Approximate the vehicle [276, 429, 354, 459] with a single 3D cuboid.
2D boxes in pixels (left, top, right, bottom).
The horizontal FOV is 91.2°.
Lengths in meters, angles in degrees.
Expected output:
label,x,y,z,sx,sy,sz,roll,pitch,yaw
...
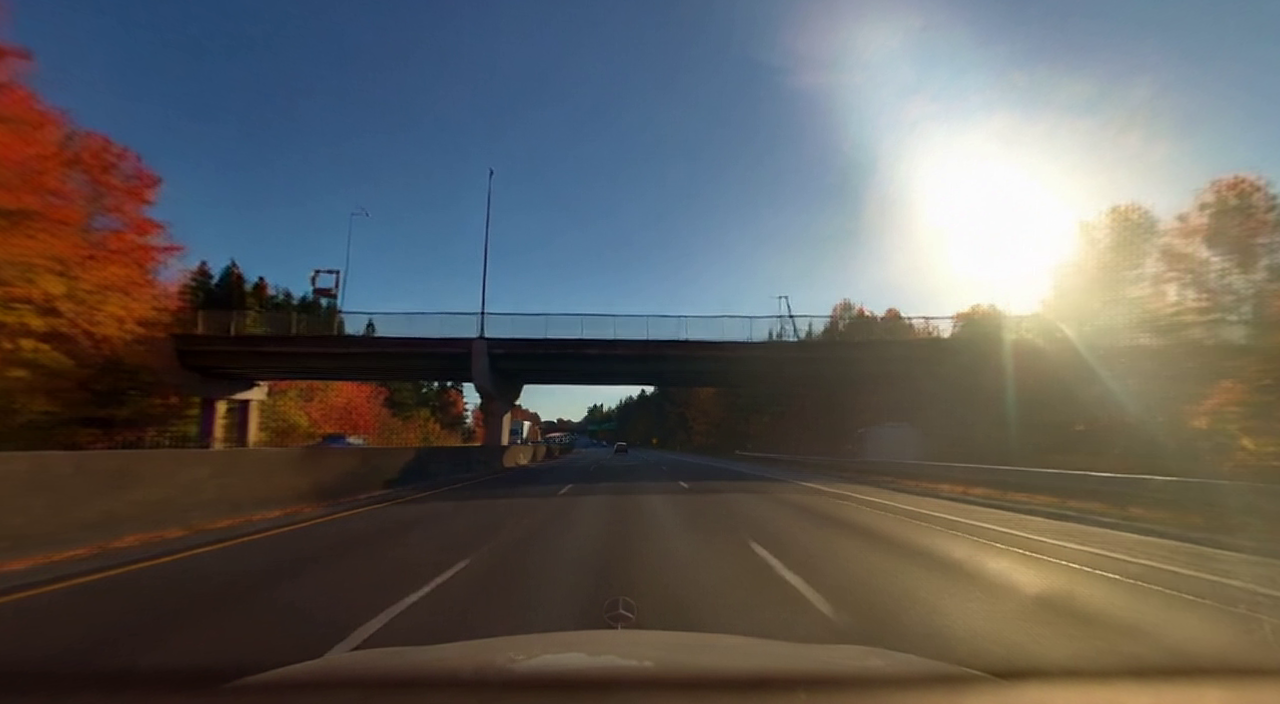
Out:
label,x,y,z,sx,sy,sz,roll,pitch,yaw
vehicle,-17.362,4.990,33.706,1.838,1.488,4.497,0,-9,-1
